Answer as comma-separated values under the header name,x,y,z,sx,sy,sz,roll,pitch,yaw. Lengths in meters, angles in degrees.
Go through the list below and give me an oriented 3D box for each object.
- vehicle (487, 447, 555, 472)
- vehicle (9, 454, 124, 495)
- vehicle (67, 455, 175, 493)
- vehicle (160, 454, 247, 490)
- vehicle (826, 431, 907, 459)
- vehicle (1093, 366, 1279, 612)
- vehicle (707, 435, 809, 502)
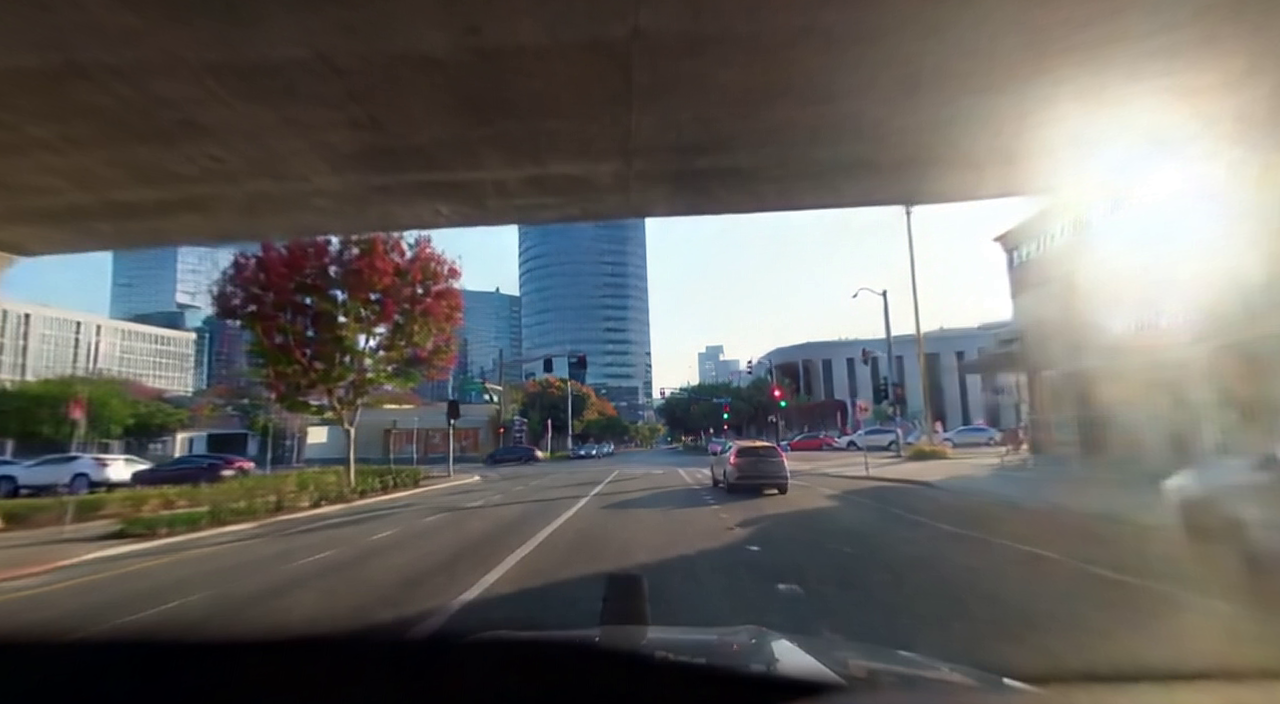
name,x,y,z,sx,sy,sz,roll,pitch,yaw
vehicle,-7.796,7.002,41.208,4.037,1.562,2.099,-7,-11,36
vehicle,-29.993,6.360,33.194,1.811,1.942,4.376,0,-9,1
vehicle,-27.228,6.363,33.316,1.807,1.795,4.566,0,-9,0
vehicle,-22.854,6.250,33.202,1.757,1.699,3.854,0,-9,1
vehicle,15.117,6.256,42.277,4.611,1.778,1.939,0,-9,1
vehicle,6.770,1.070,4.703,2.433,2.116,5.789,0,-9,0
vehicle,3.004,3.043,16.859,1.947,1.576,3.825,0,-9,0
